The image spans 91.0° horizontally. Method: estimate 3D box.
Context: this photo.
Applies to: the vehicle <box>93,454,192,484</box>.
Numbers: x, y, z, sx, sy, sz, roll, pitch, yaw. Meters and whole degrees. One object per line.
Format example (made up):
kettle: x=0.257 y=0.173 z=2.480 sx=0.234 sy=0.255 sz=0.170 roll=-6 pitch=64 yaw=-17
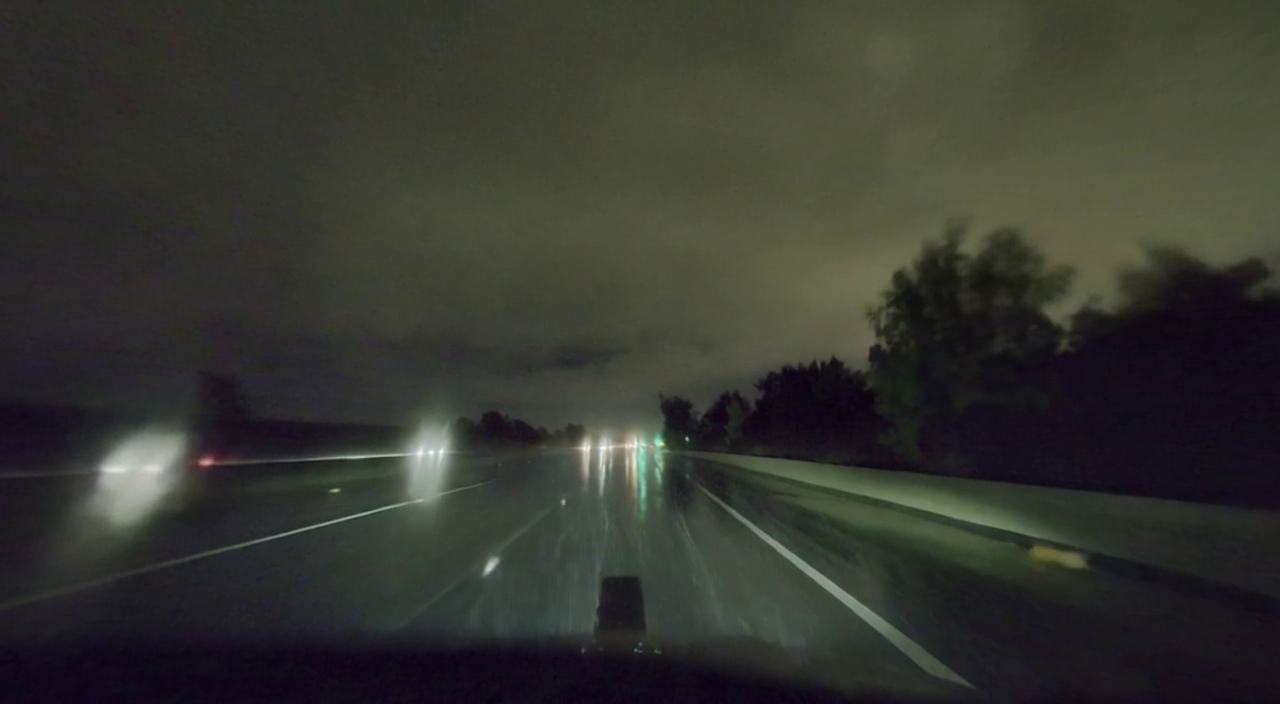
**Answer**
vehicle: x=-28.199 y=6.599 z=35.912 sx=1.913 sy=1.530 sz=4.456 roll=0 pitch=-9 yaw=1
